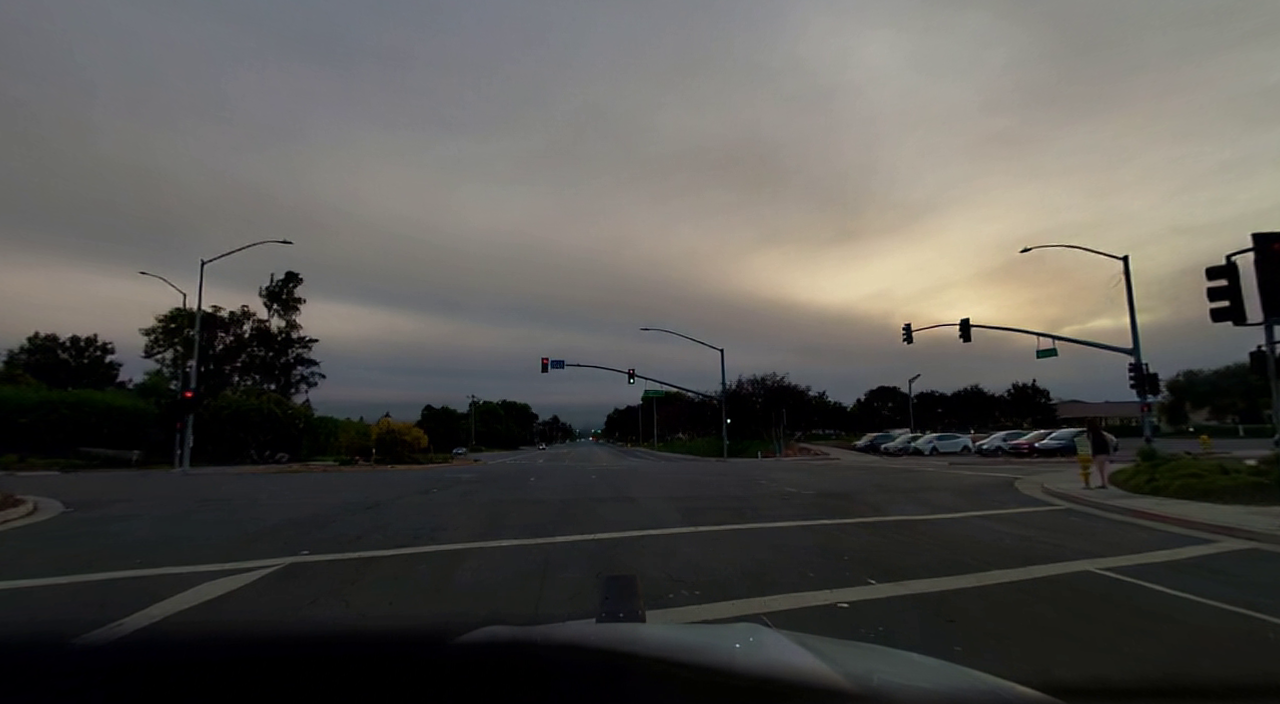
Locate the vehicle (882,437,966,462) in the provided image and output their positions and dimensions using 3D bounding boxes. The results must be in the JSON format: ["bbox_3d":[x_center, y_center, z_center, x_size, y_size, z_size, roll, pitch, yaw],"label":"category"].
[{"bbox_3d":[18.712,6.432,41.622,5.234,1.549,1.982,4,-9,-24],"label":"vehicle"}]

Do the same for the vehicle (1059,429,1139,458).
[{"bbox_3d":[36.150,7.202,49.673,6.148,2.119,2.473,4,-10,-28],"label":"vehicle"}]

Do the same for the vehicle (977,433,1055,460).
[{"bbox_3d":[26.964,6.736,45.259,5.032,1.828,2.183,4,-9,-24],"label":"vehicle"}]
